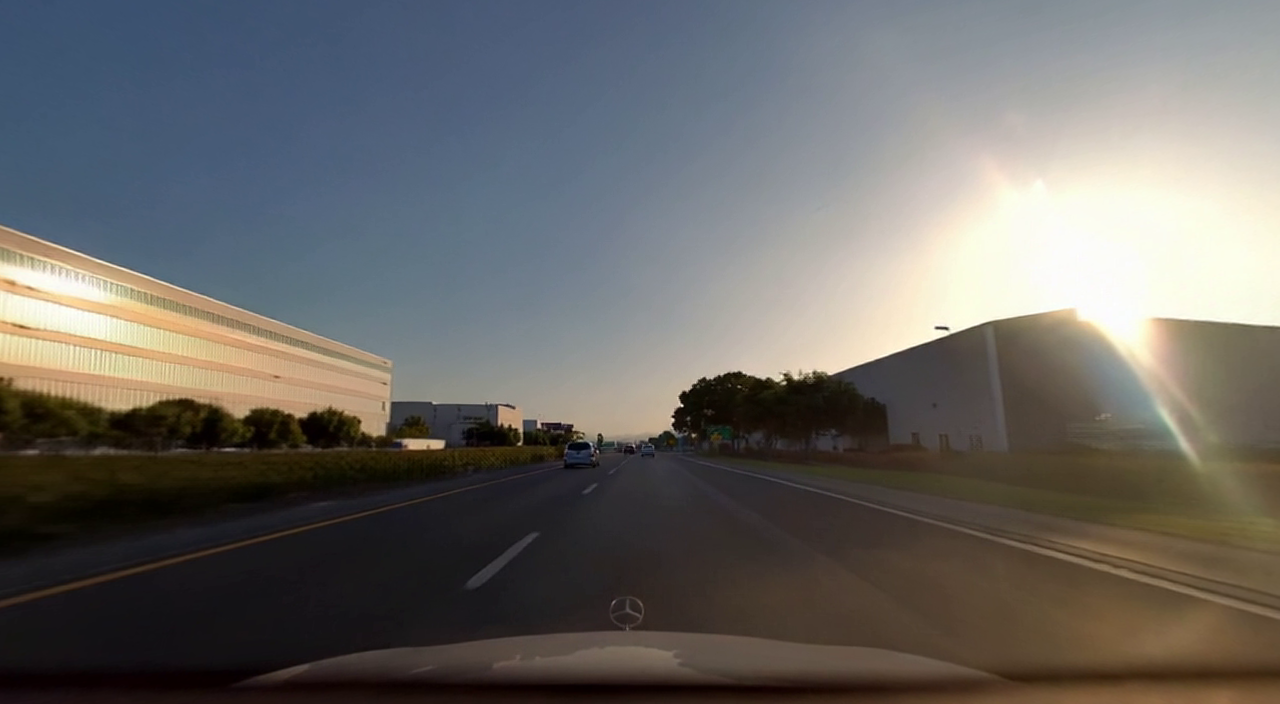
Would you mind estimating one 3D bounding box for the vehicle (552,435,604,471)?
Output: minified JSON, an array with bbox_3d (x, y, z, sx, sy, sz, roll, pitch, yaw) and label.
[{"bbox_3d":[-3.344,5.627,35.132,2.218,1.850,4.774,0,-9,2],"label":"vehicle"}]
